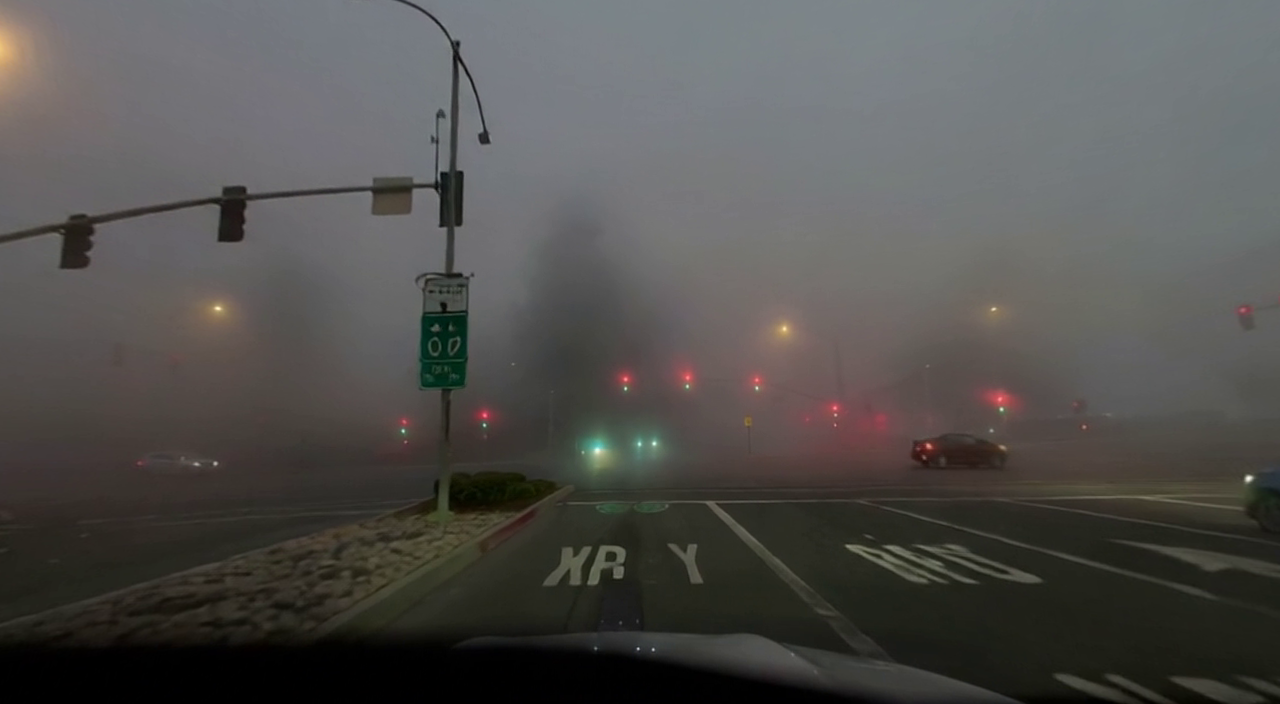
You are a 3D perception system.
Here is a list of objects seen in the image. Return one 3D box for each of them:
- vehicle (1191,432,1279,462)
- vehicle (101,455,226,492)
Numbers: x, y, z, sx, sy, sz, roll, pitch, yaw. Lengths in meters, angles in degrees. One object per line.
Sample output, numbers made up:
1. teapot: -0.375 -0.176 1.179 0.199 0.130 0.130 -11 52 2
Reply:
1. vehicle: 32.430 5.038 33.509 4.636 1.527 2.476 2 -9 -14
2. vehicle: -24.374 6.192 32.452 4.706 1.734 2.253 -1 -8 6
